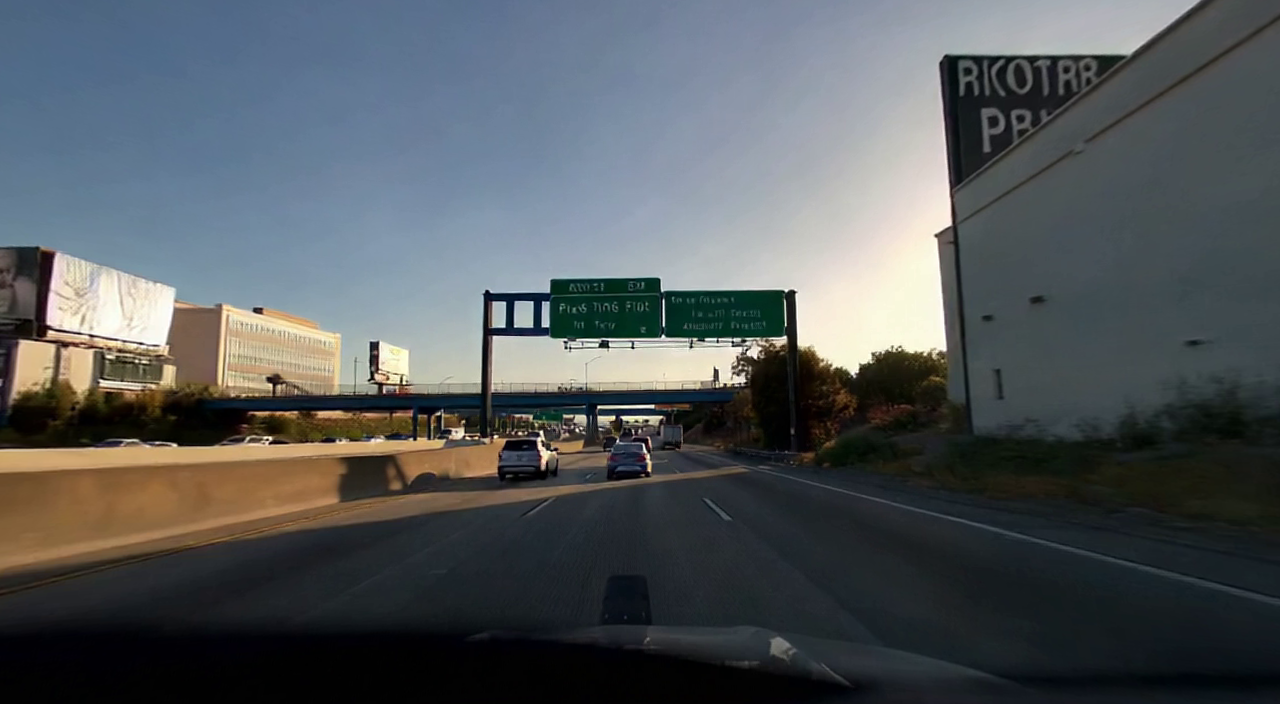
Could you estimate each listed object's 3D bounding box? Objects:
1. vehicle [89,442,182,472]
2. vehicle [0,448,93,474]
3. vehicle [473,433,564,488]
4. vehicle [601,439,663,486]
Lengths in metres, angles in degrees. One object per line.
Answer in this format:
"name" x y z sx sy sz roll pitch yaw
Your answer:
"vehicle" -28.516 5.929 35.817 1.877 1.582 4.025 0 -8 0
"vehicle" -35.755 6.483 37.716 1.971 1.433 4.577 0 -8 0
"vehicle" -3.794 3.473 20.502 2.064 1.589 4.213 0 -8 1
"vehicle" -0.257 3.578 20.827 1.877 1.386 3.872 0 -8 -1
